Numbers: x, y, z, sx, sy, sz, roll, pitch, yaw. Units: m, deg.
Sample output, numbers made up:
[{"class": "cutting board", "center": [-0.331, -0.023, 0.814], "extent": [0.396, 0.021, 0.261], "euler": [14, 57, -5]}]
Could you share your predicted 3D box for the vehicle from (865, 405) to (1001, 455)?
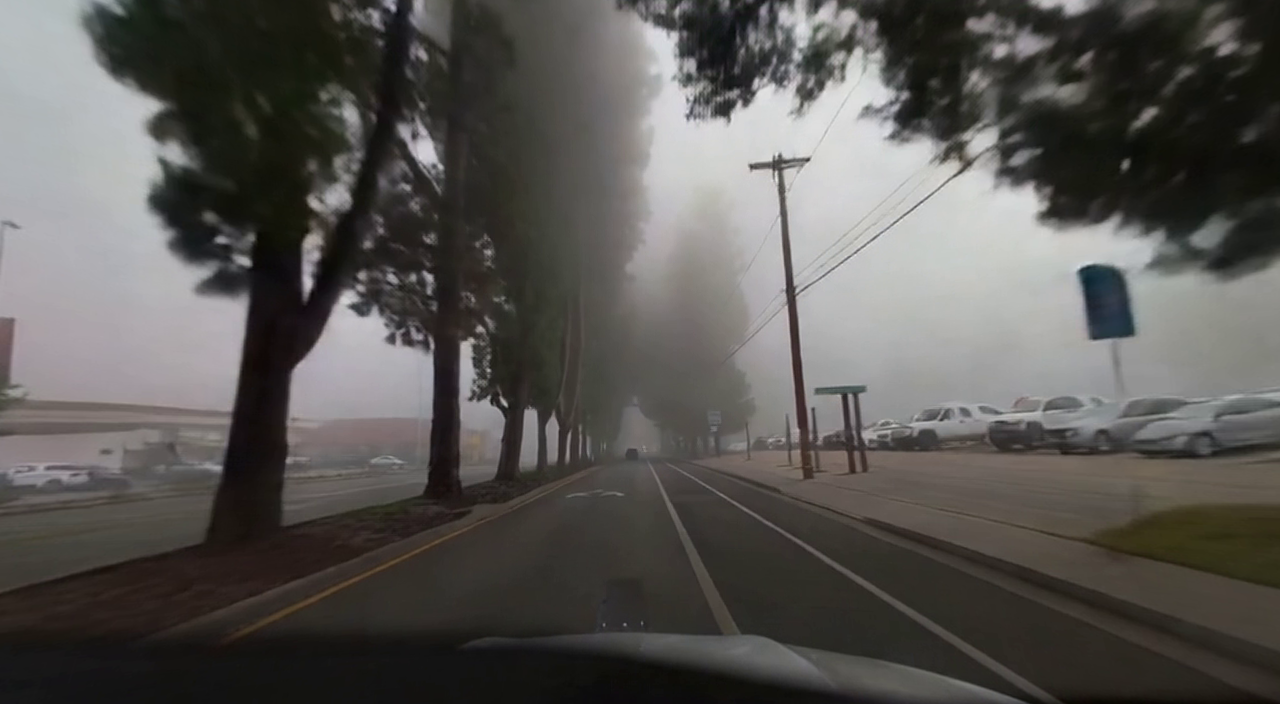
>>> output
[{"class": "vehicle", "center": [12.696, 3.395, 27.570], "extent": [4.713, 1.767, 2.268], "euler": [-4, -7, 1]}]

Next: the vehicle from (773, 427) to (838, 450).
[{"class": "vehicle", "center": [12.825, 6.710, 49.031], "extent": [4.469, 1.709, 2.098], "euler": [0, -9, -1]}]

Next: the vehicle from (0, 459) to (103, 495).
[{"class": "vehicle", "center": [-32.365, 6.707, 33.865], "extent": [5.102, 1.762, 2.006], "euler": [0, -8, -1]}]

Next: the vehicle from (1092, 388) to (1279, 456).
[{"class": "vehicle", "center": [13.017, 1.657, 14.667], "extent": [3.651, 1.470, 1.616], "euler": [-1, -9, 0]}]
